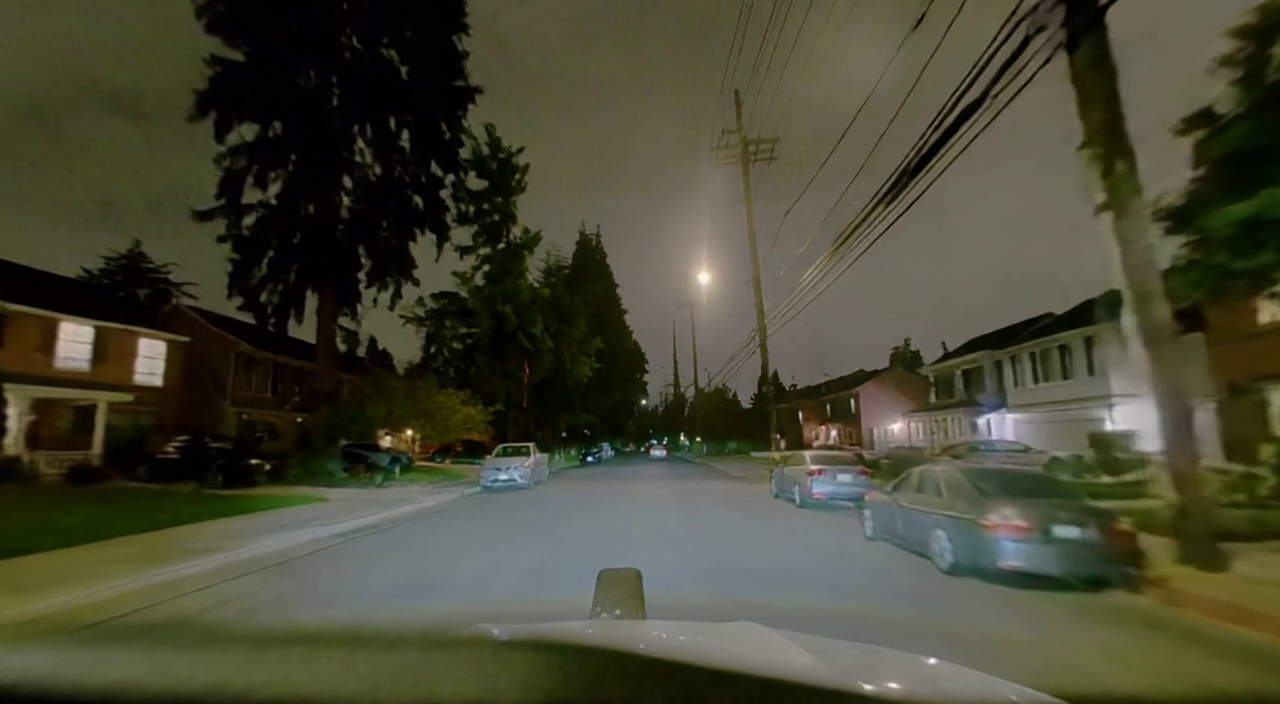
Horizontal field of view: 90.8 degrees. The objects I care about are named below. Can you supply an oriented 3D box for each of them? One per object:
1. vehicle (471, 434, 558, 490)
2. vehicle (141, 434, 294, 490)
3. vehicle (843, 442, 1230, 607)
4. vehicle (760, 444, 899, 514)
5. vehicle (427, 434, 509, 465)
[{"bbox_3d":[-4.471,3.981,23.414,2.164,1.810,5.044,1,-8,0],"label":"vehicle"},{"bbox_3d":[-14.109,3.634,21.081,4.702,1.675,1.984,-4,-10,25],"label":"vehicle"},{"bbox_3d":[4.331,1.905,7.987,2.031,1.471,4.328,0,-9,-1],"label":"vehicle"},{"bbox_3d":[4.541,3.107,16.066,2.094,1.490,4.739,0,-9,0],"label":"vehicle"},{"bbox_3d":[-11.802,6.741,43.639,4.962,1.866,2.075,2,-9,-2],"label":"vehicle"}]
